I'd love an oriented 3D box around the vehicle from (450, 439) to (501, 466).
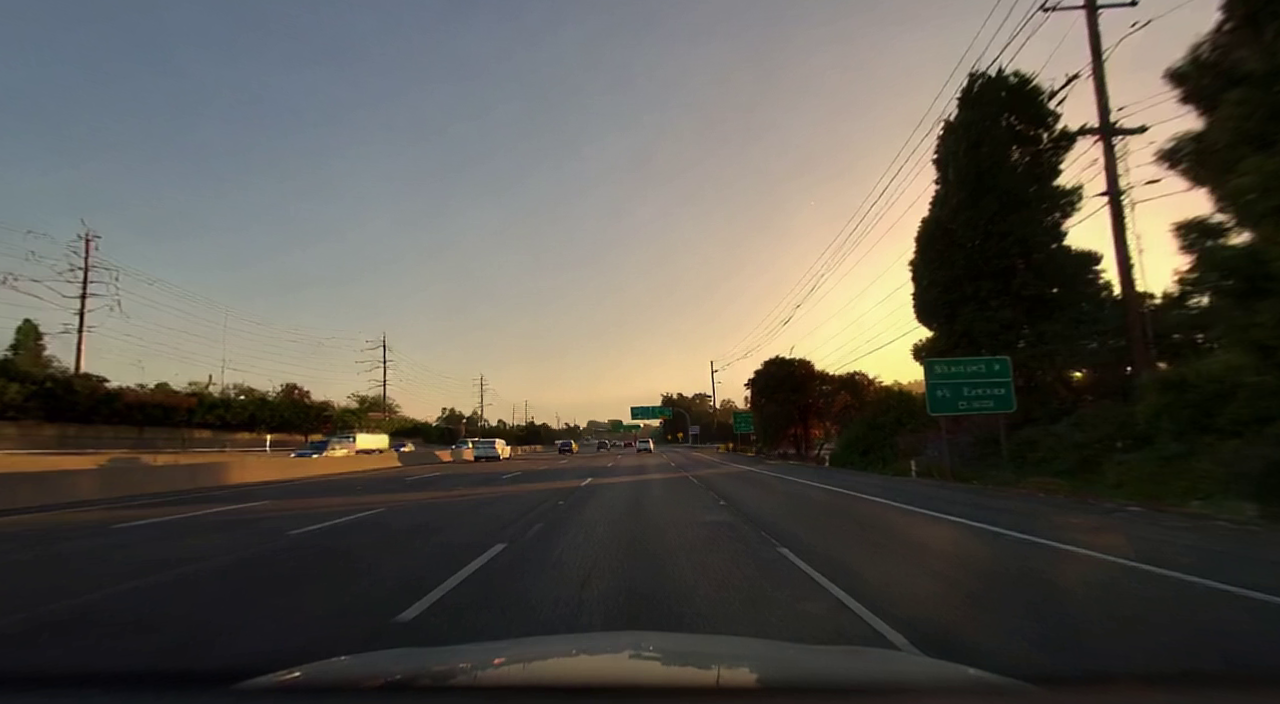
[{"bbox_3d":[-10.121,6.223,39.216,1.947,1.528,4.355,0,-8,1],"label":"vehicle"}]
